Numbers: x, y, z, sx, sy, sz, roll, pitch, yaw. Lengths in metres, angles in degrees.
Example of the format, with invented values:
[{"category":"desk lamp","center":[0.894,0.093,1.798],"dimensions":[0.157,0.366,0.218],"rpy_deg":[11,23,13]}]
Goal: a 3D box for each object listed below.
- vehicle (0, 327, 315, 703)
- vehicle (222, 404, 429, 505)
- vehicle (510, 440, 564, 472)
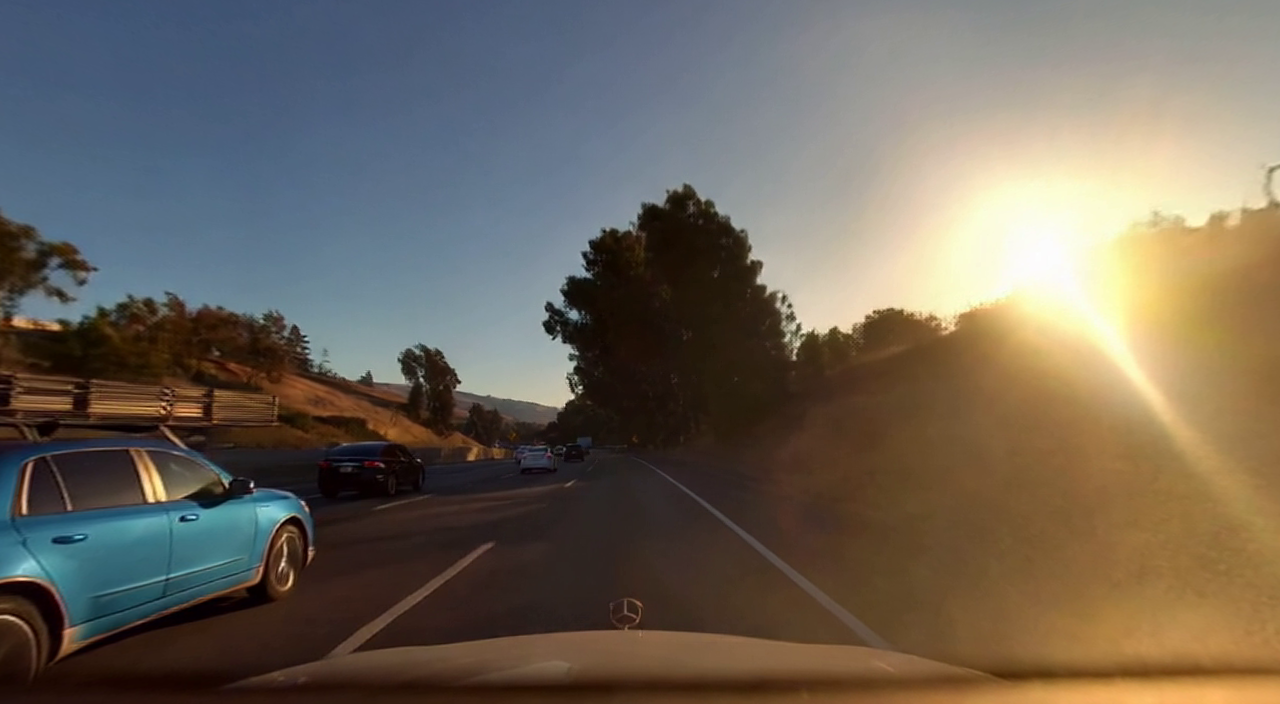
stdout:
[{"category":"vehicle","center":[-3.899,0.804,2.755],"dimensions":[2.200,1.807,5.041],"rpy_deg":[0,-9,1]},{"category":"vehicle","center":[-8.068,2.749,17.178],"dimensions":[2.594,2.254,6.028],"rpy_deg":[0,-9,-1]},{"category":"vehicle","center":[-5.141,5.251,31.948],"dimensions":[2.012,1.509,4.359],"rpy_deg":[0,-9,0]}]
